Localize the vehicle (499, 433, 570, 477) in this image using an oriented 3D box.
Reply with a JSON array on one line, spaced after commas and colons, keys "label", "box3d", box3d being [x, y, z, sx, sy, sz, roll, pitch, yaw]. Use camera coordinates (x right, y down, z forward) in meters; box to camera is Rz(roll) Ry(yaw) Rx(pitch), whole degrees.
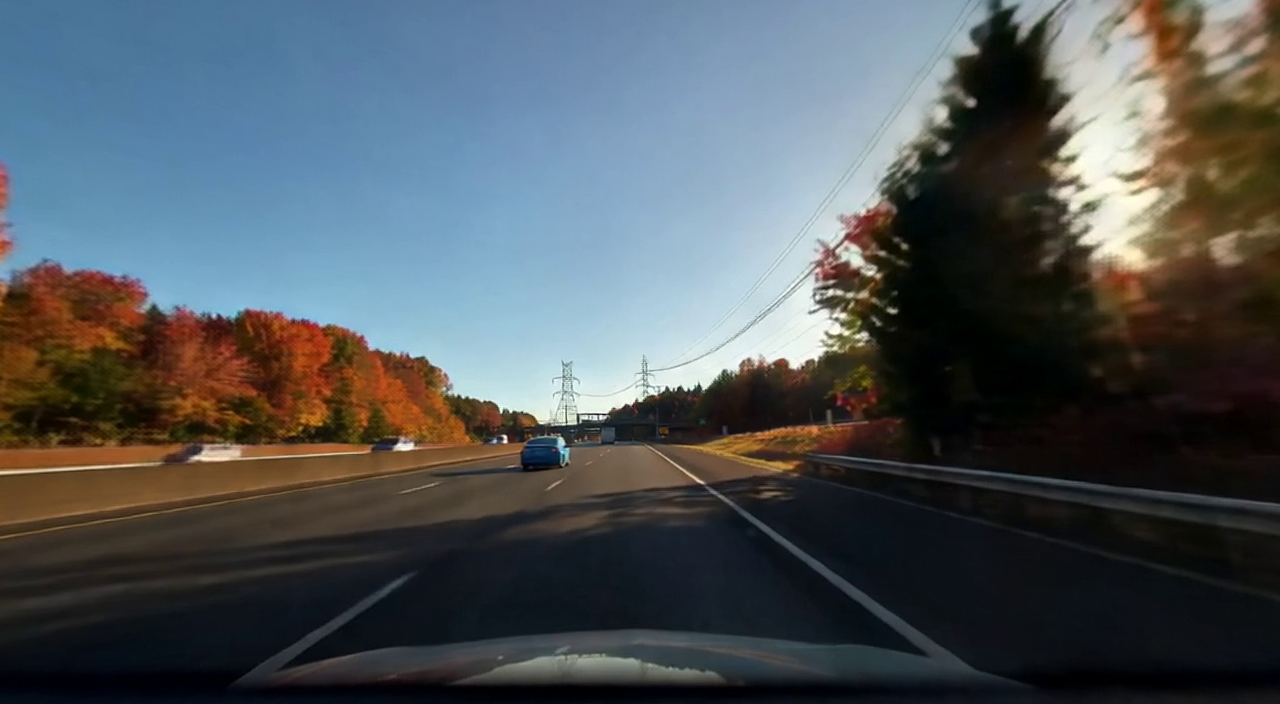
[{"label": "vehicle", "box3d": [-3.911, 3.862, 24.009, 2.025, 1.475, 4.379, 0, -8, -1]}]
